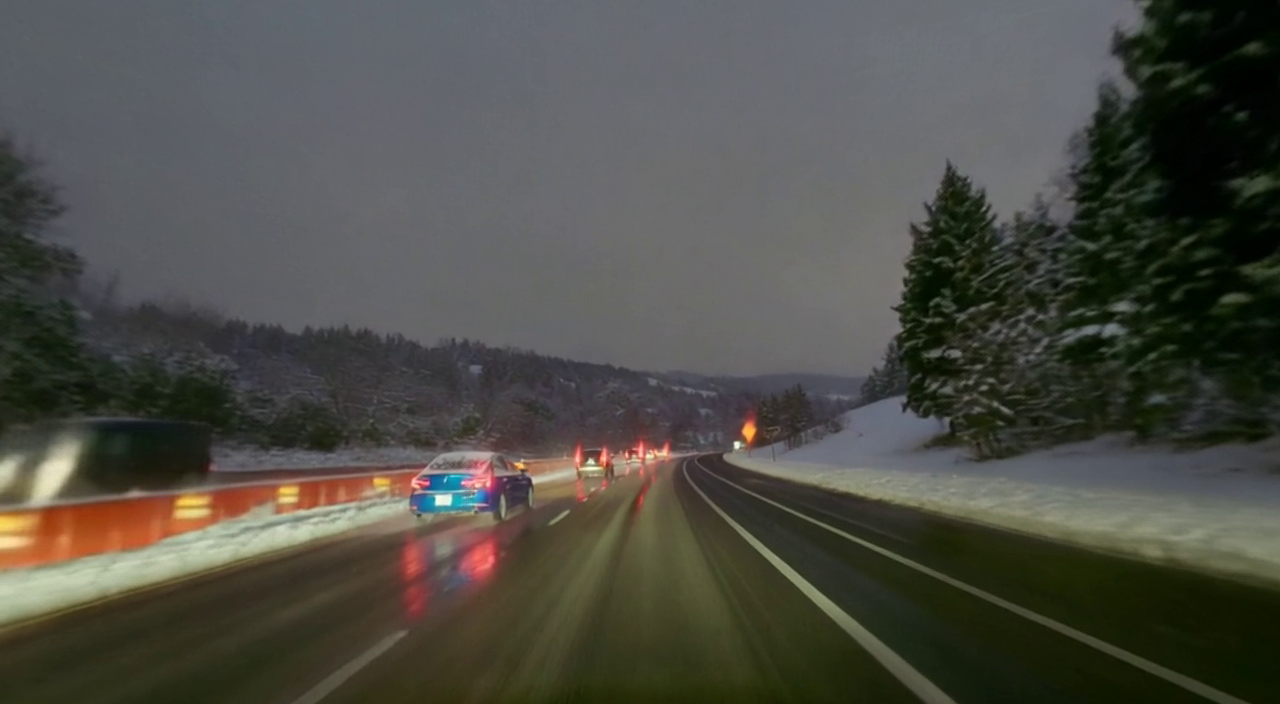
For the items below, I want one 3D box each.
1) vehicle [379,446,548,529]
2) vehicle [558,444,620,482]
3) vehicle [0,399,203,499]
[{"bbox_3d":[-3.161,2.514,12.256,2.061,1.330,3.928,0,-9,1],"label":"vehicle"},{"bbox_3d":[-2.088,4.747,27.139,2.094,1.480,4.124,-1,-9,3],"label":"vehicle"},{"bbox_3d":[-17.012,2.966,19.374,2.367,2.544,6.211,-1,-9,3],"label":"vehicle"}]
